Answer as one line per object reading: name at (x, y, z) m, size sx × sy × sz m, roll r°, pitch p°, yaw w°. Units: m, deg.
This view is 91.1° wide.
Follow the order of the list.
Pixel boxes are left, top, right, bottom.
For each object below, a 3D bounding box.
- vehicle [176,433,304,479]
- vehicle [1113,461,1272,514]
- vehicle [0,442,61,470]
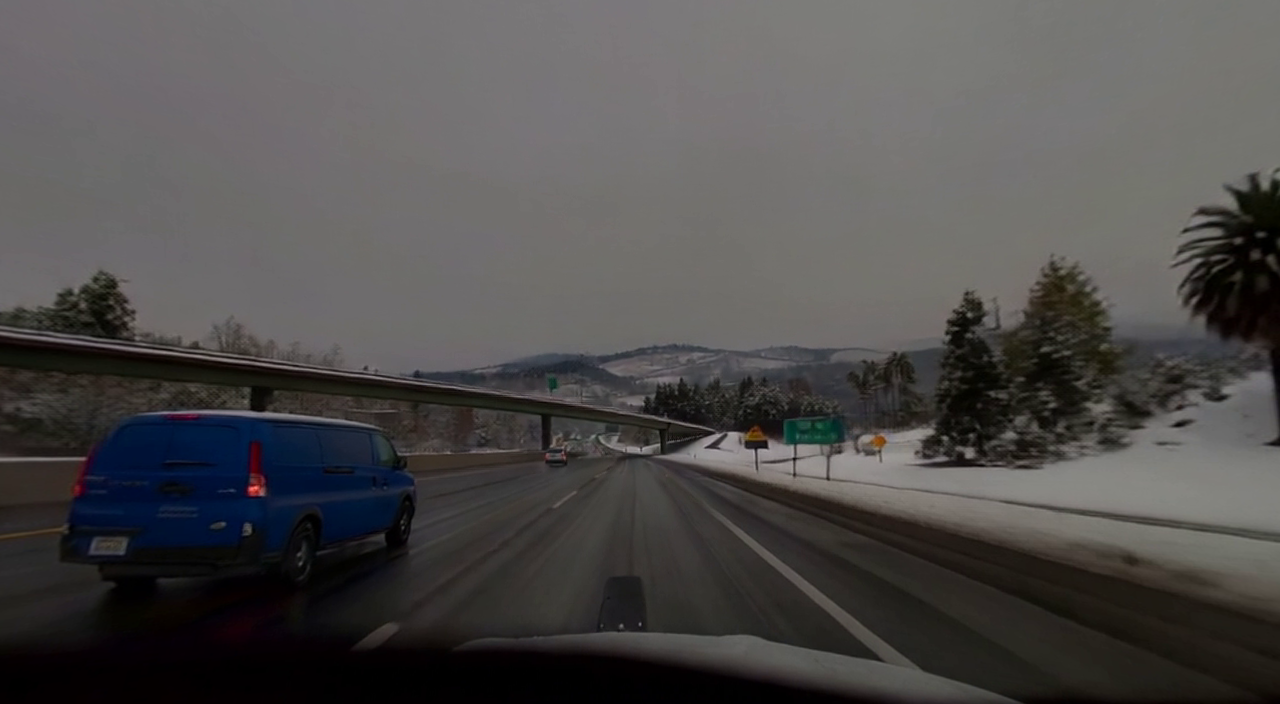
vehicle at (-16.454, 4.322, 26.213) m, size 2.102 × 1.727 × 4.927 m, roll 0°, pitch -9°, yaw 0°
vehicle at (21.317, 5.203, 24.586) m, size 2.294 × 1.737 × 4.708 m, roll -1°, pitch -9°, yaw 7°
vehicle at (-33.759, 5.501, 33.299) m, size 1.807 × 1.451 × 4.798 m, roll 1°, pitch -9°, yaw -5°
